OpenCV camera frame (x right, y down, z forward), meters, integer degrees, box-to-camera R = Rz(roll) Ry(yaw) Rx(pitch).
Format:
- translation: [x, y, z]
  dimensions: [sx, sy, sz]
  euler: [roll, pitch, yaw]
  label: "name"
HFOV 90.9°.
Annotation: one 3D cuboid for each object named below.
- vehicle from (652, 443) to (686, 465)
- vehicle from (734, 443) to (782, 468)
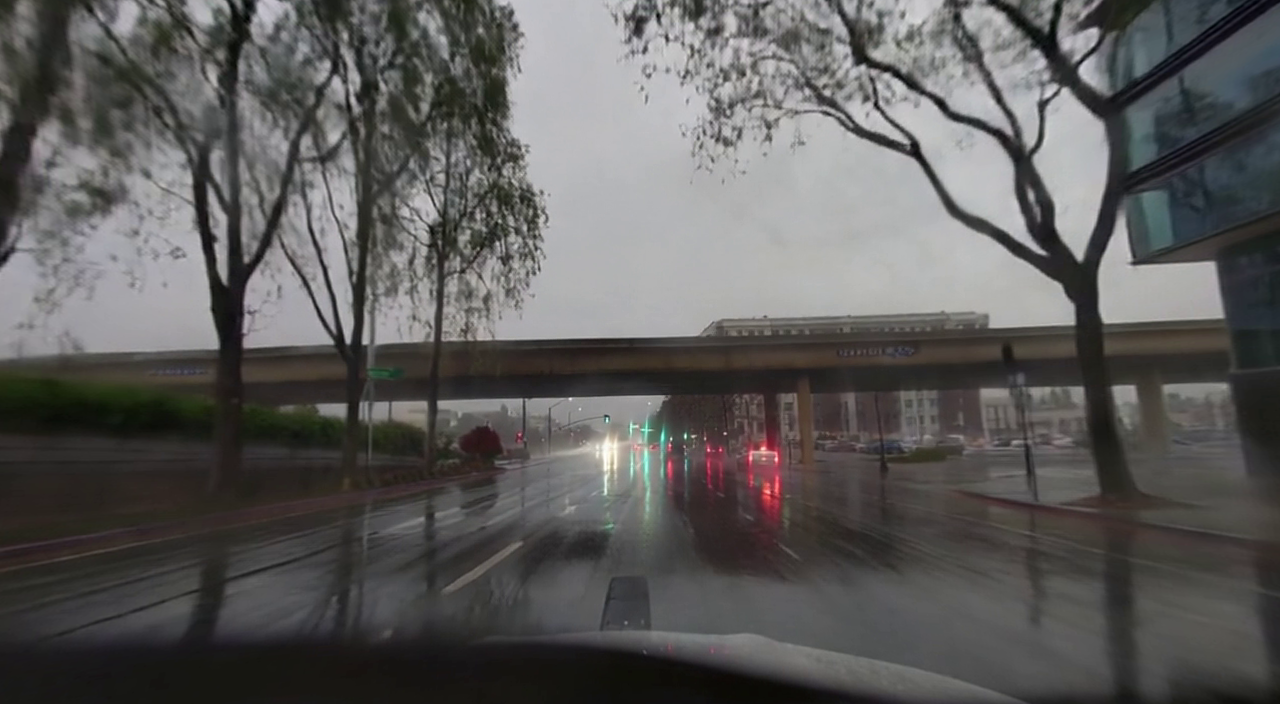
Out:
- translation: [2.049, 7.201, 44.794]
  dimensions: [2.280, 1.475, 4.051]
  euler: [0, -9, 2]
  label: "vehicle"
- translation: [7.270, 6.413, 39.334]
  dimensions: [2.035, 1.435, 4.481]
  euler: [0, -9, -1]
  label: "vehicle"
